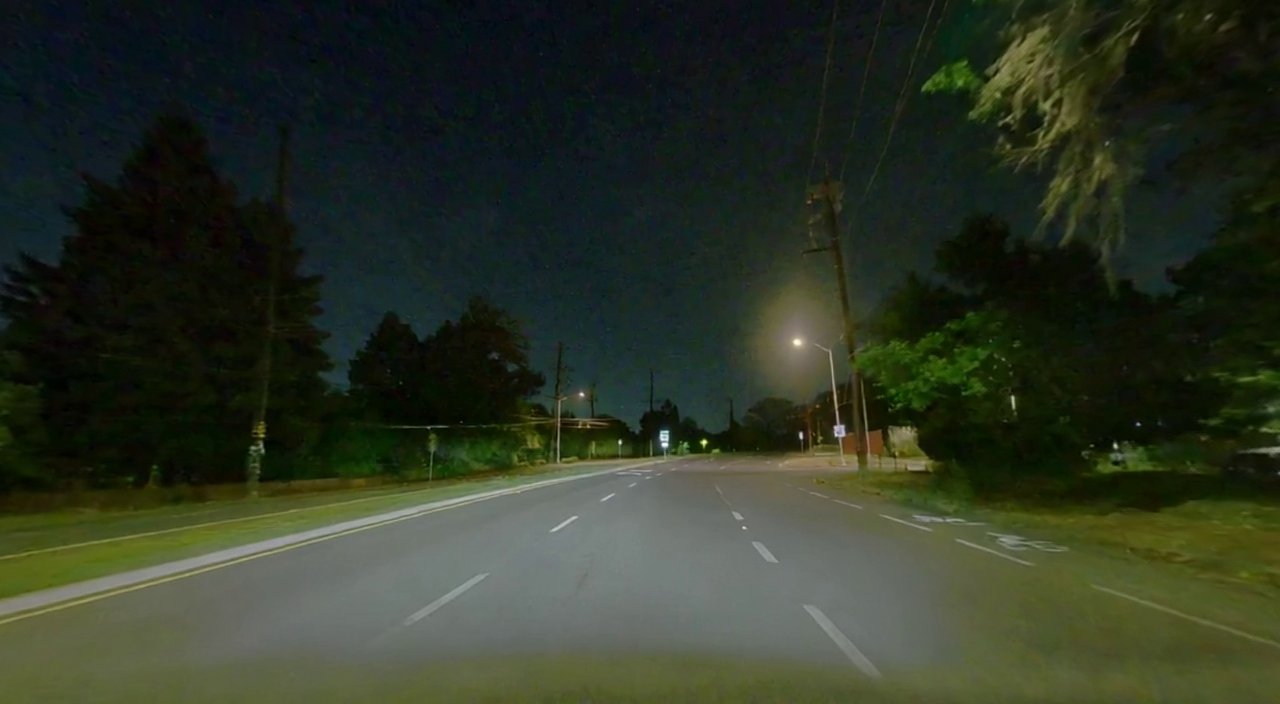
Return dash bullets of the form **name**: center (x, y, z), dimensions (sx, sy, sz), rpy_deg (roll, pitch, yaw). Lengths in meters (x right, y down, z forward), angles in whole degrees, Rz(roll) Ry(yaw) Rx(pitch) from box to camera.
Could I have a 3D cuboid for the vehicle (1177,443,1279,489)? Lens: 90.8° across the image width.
- **vehicle**: center (20.876, 3.780, 21.001), dimensions (4.403, 1.429, 1.675), rpy_deg (0, -10, 1)
